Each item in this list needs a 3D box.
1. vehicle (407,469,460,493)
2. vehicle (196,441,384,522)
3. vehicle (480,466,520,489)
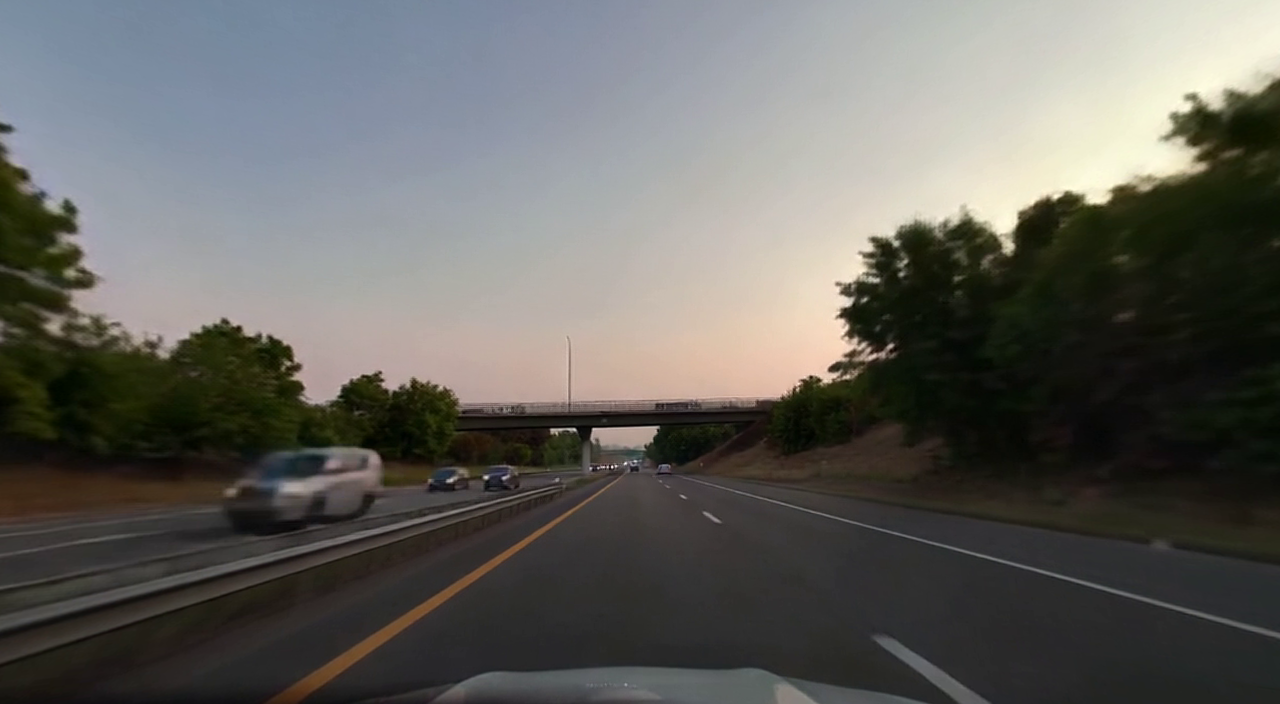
[{"bbox_3d":[-13.607,8.494,41.646,1.921,1.467,4.670,1,-10,0],"label":"vehicle"},{"bbox_3d":[-9.117,3.450,17.022,2.250,1.825,4.768,1,-10,0],"label":"vehicle"},{"bbox_3d":[-9.584,8.604,43.176,1.827,1.492,3.722,1,-10,1],"label":"vehicle"}]
